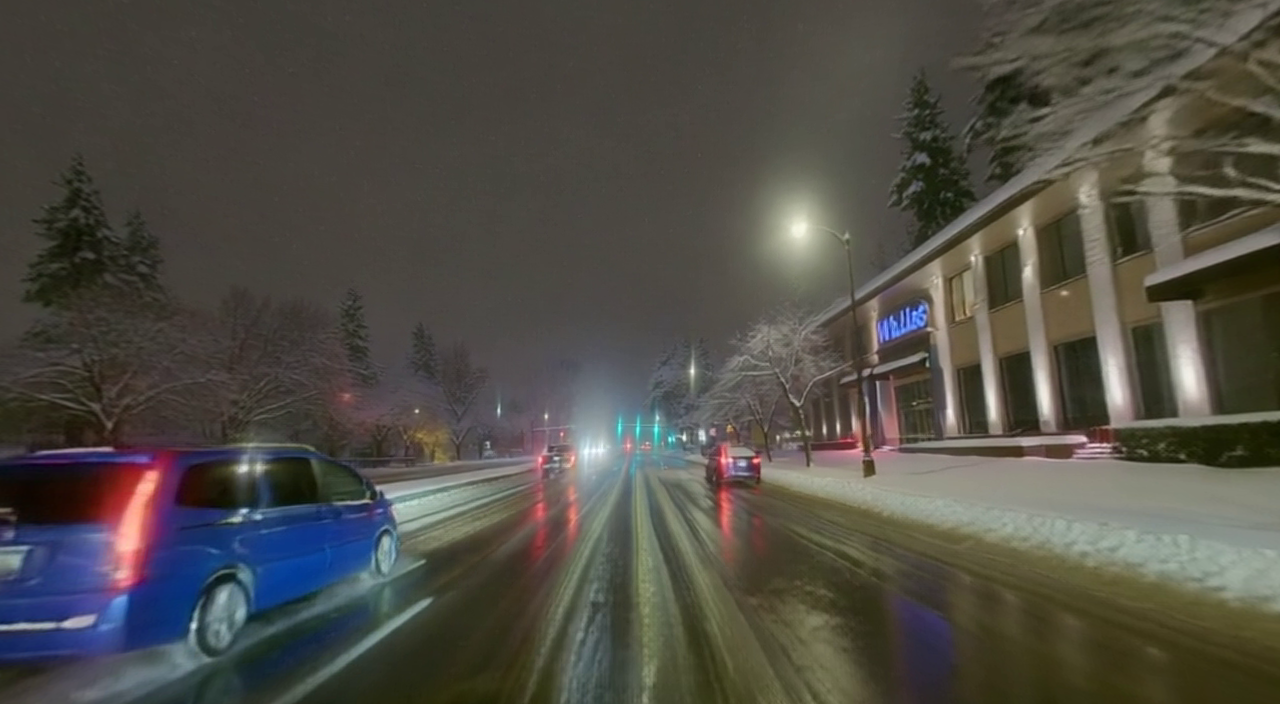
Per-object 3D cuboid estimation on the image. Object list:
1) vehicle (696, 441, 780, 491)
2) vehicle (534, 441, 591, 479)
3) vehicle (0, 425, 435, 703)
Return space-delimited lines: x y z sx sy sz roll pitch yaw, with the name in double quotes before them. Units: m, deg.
"vehicle" 3.209 3.823 21.585 1.961 1.482 4.538 0 -9 -2
"vehicle" -3.692 5.265 30.989 2.145 1.694 4.642 0 -9 1
"vehicle" -3.537 1.444 5.424 2.060 1.466 4.387 0 -9 0
